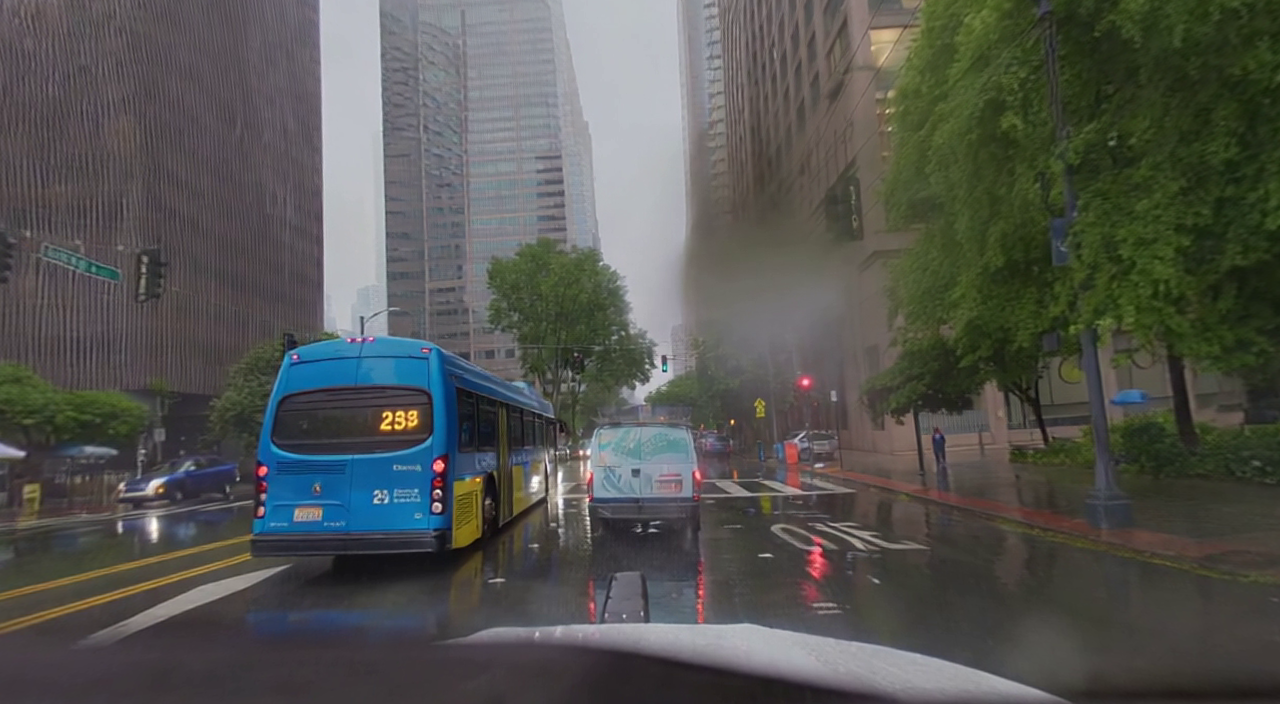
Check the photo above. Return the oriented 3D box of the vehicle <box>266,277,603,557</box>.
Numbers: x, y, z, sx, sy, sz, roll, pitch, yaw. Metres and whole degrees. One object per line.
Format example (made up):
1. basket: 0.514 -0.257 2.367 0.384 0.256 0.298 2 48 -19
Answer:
1. vehicle: -2.875 1.773 14.546 3.042 3.445 13.615 0 -9 1

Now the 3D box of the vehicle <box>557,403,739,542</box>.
1. vehicle: 0.130 1.991 10.930 2.500 1.912 4.270 0 -9 1

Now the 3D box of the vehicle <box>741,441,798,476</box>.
1. vehicle: 6.155 5.104 30.474 1.919 1.529 4.059 0 -9 1

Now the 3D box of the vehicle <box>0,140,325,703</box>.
1. vehicle: -2.757 0.329 0.224 2.329 2.089 5.659 0 -9 0
